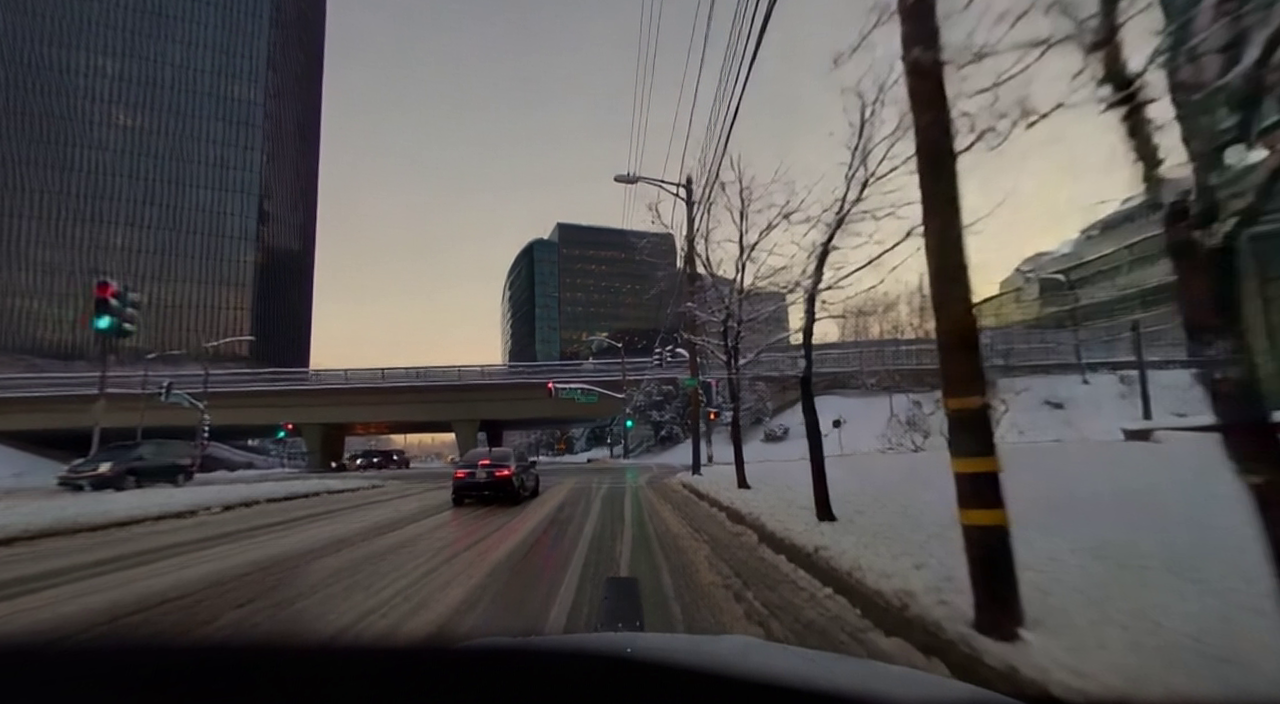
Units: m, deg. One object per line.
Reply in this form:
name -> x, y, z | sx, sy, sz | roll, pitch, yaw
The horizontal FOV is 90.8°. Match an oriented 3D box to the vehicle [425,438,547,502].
vehicle -> -3.920, 3.104, 17.001 | 2.154, 1.465, 4.532 | 0, -9, 0
